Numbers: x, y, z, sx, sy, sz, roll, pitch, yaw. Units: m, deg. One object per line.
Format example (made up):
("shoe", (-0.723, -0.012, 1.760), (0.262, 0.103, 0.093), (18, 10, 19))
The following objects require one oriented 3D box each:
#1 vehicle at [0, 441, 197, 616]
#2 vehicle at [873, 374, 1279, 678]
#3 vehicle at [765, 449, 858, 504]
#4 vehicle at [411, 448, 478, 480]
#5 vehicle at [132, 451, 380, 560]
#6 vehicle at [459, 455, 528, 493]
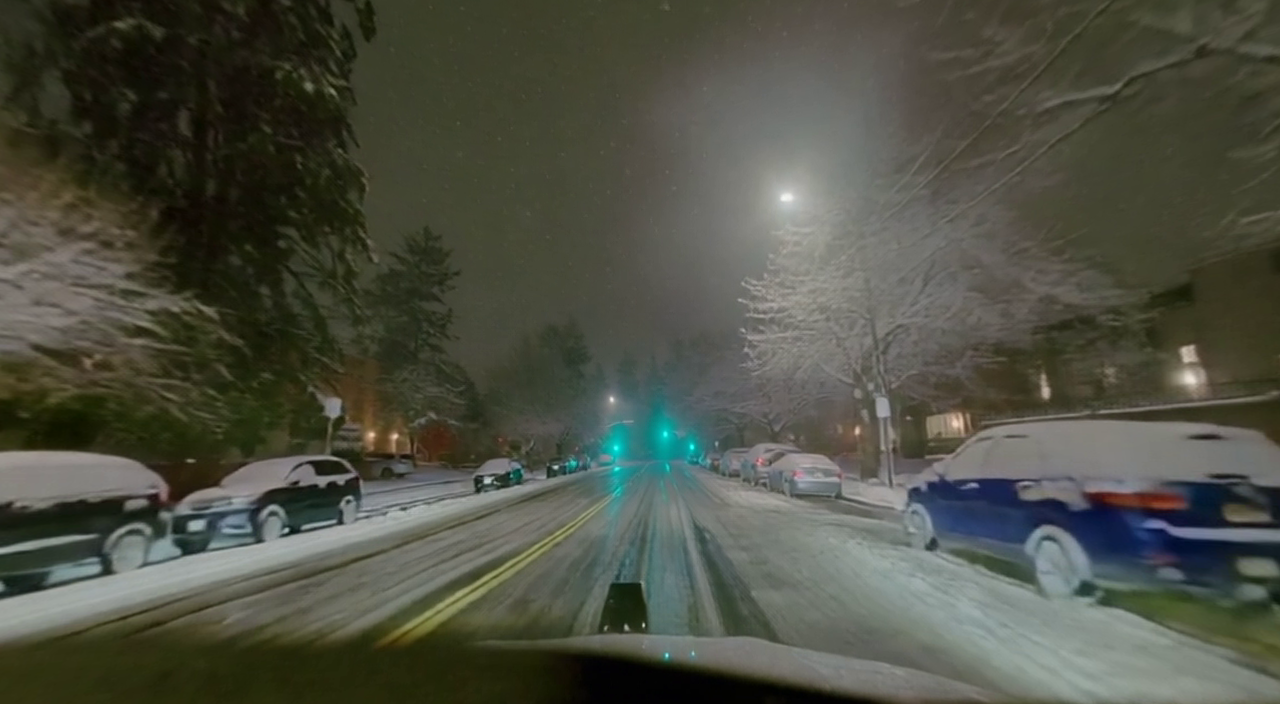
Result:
("vehicle", (-7.461, 1.863, 6.795), (1.973, 1.755, 4.528), (-1, -9, 2))
("vehicle", (4.527, 1.447, 6.520), (2.325, 1.892, 5.049), (0, -8, 1))
("vehicle", (5.134, 3.747, 19.484), (1.704, 1.445, 4.492), (0, -8, 1))
("vehicle", (-12.386, 7.079, 40.047), (3.513, 1.829, 1.976), (-1, -7, 11))
("vehicle", (-7.265, 2.880, 12.670), (1.996, 1.628, 4.603), (-1, -8, 1))
("vehicle", (-6.567, 5.521, 28.799), (1.903, 1.463, 4.526), (-1, -8, 2))
